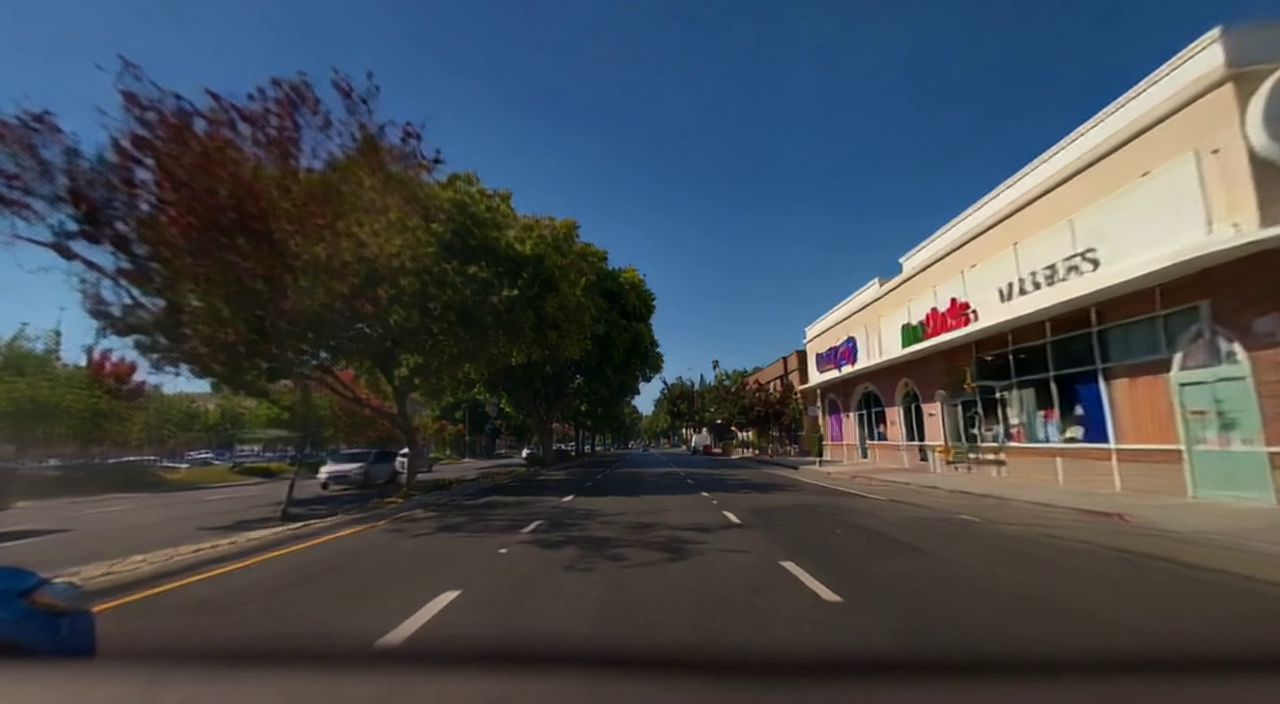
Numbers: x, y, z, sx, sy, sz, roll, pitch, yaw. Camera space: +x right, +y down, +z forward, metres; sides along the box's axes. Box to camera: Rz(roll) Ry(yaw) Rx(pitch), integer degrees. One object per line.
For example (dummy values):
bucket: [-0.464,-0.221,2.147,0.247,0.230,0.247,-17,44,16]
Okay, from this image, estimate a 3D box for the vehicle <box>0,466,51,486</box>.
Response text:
vehicle: [-49.669,9.729,49.495,4.933,1.422,1.982,-1,-9,3]

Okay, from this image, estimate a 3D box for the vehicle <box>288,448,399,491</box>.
vehicle: [-11.472,4.547,24.782,2.241,1.455,4.343,0,-8,0]
